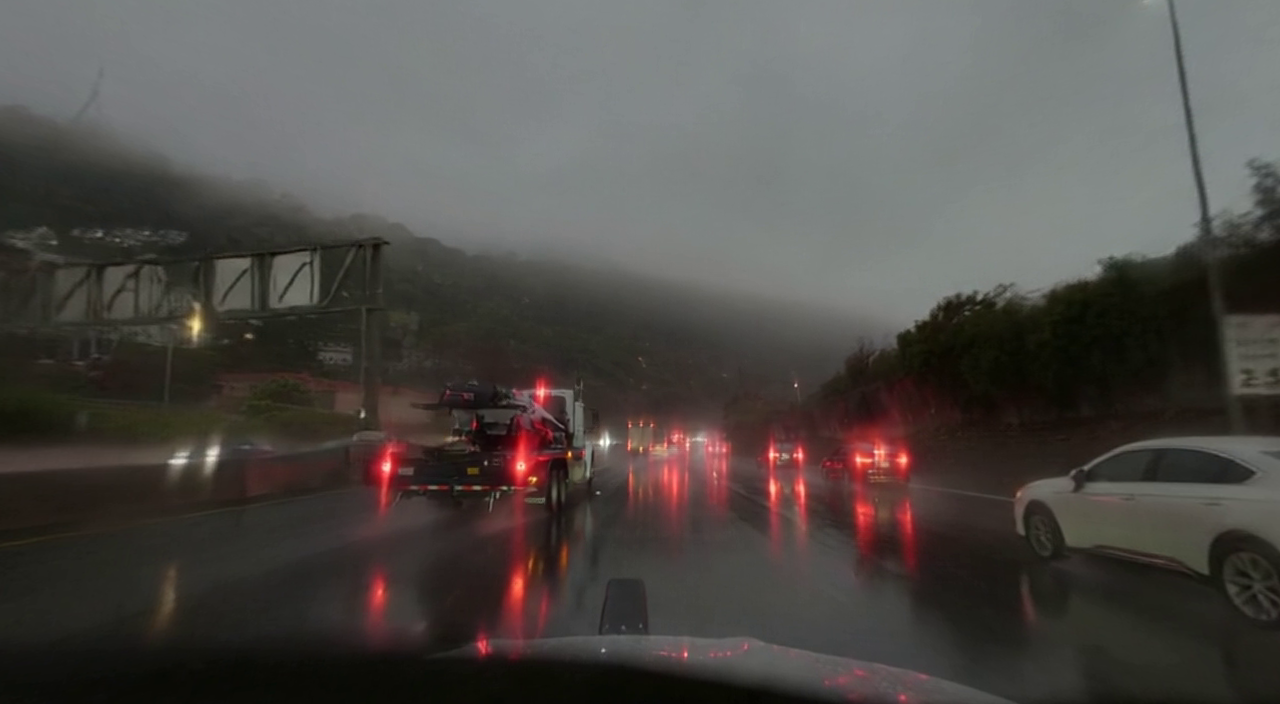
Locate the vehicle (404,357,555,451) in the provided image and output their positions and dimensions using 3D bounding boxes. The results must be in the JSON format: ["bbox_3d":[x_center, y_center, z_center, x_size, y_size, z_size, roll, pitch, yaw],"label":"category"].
[{"bbox_3d":[-3.168,1.262,13.591,1.893,1.674,4.766,0,-8,2],"label":"vehicle"}]

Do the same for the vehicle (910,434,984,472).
[{"bbox_3d":[21.545,7.125,44.572,2.433,2.488,4.939,1,-8,-4],"label":"vehicle"}]

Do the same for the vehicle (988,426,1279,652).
[{"bbox_3d":[5.214,1.392,5.230,2.040,1.481,4.260,0,-8,-3],"label":"vehicle"}]

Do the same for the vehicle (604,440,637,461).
[{"bbox_3d":[-1.340,7.064,45.348,2.016,1.450,4.310,-1,-8,3],"label":"vehicle"}]

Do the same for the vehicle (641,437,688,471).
[{"bbox_3d":[1.171,4.820,29.988,2.079,1.499,3.915,0,-8,2],"label":"vehicle"}]

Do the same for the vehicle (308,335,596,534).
[{"bbox_3d":[-3.156,1.959,14.578,3.162,2.955,10.282,0,-8,2],"label":"vehicle"}]

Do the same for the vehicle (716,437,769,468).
[{"bbox_3d":[5.515,5.492,34.677,2.075,1.614,4.682,0,-8,-1],"label":"vehicle"}]
